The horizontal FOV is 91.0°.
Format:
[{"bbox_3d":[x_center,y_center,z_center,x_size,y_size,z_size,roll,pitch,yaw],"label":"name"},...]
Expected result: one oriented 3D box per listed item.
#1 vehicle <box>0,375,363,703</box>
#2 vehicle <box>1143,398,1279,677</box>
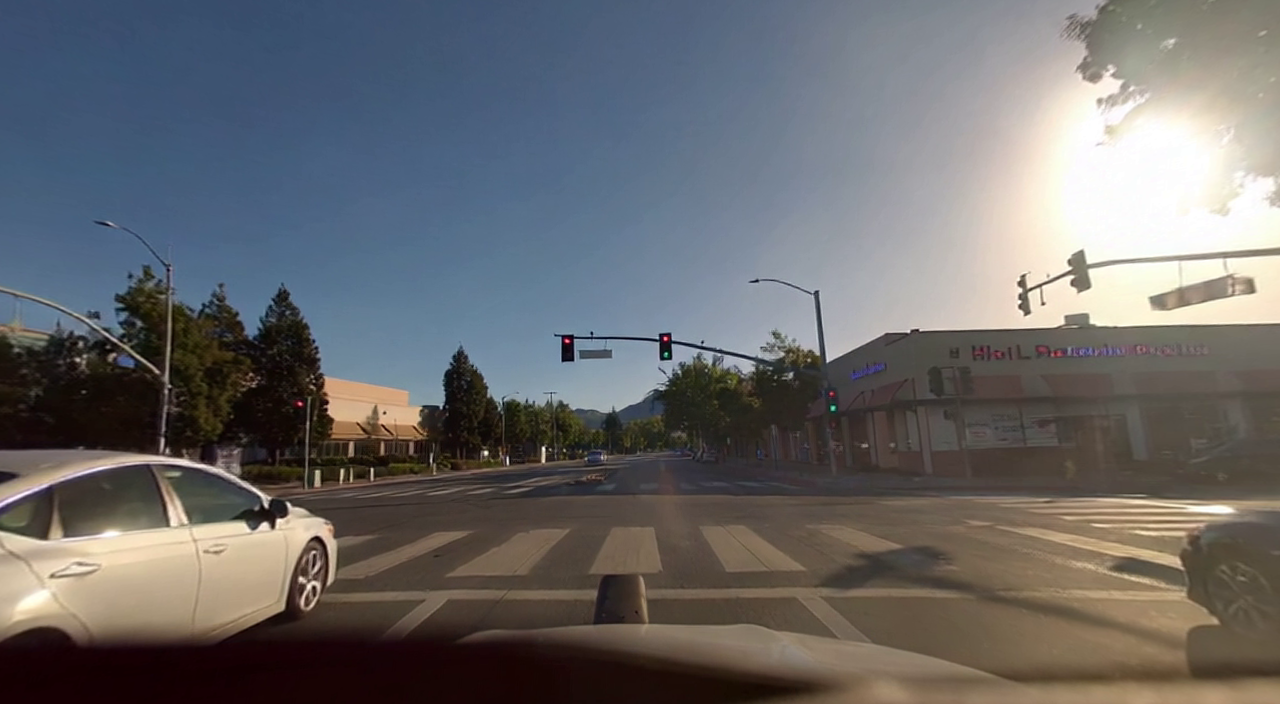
[{"bbox_3d":[-3.491,1.054,3.422,1.947,1.627,4.248,0,-9,1],"label":"vehicle"},{"bbox_3d":[4.842,0.915,2.467,2.039,1.655,4.495,0,-9,1],"label":"vehicle"}]
